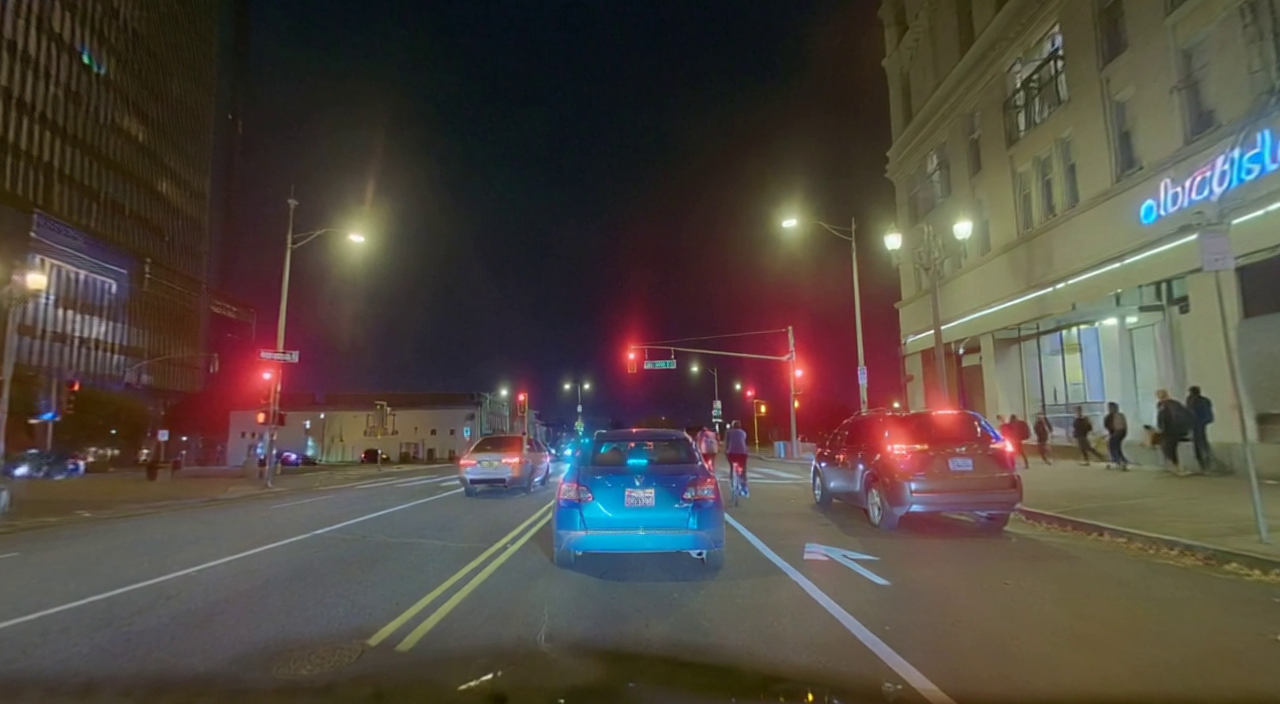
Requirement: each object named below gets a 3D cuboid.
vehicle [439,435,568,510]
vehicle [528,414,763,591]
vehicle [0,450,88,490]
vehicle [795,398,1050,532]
[{"bbox_3d":[-2.947,2.714,14.672,2.039,1.452,4.489,0,-9,0],"label":"vehicle"},{"bbox_3d":[0.033,1.650,7.708,2.091,1.557,4.000,0,-9,0],"label":"vehicle"},{"bbox_3d":[-29.173,5.570,30.206,2.264,1.722,4.721,2,-9,-18],"label":"vehicle"},{"bbox_3d":[4.508,1.919,11.159,2.142,1.829,4.767,0,-9,-2],"label":"vehicle"}]
